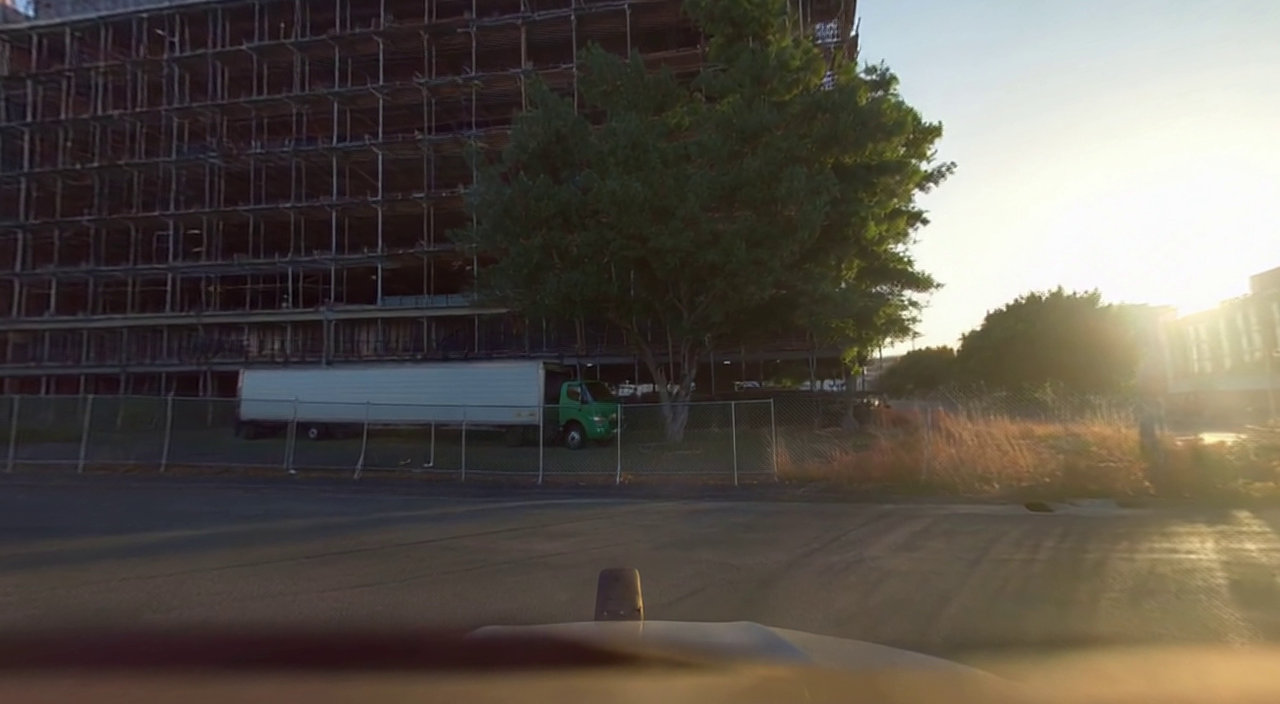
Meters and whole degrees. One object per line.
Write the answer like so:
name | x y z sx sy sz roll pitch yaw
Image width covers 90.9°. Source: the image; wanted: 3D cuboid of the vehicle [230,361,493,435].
vehicle | -16.214 2.846 37.818 14.067 4.099 2.832 1 -9 -5
